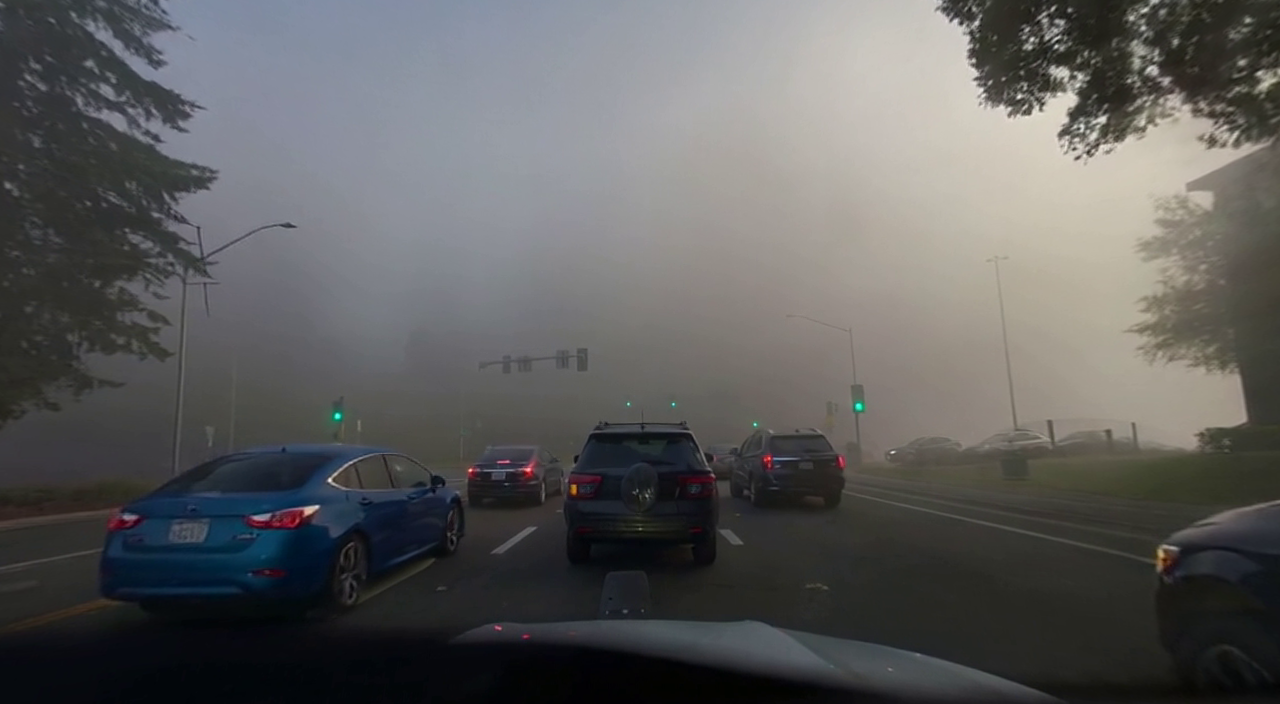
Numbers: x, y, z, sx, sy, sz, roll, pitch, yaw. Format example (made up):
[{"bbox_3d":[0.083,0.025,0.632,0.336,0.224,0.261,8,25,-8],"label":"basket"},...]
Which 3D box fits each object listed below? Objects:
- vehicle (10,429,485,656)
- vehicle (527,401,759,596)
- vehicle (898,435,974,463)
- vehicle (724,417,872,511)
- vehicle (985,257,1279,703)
[{"bbox_3d":[-3.183,1.612,6.595,1.909,1.476,4.751,0,-8,0],"label":"vehicle"},{"bbox_3d":[0.046,1.633,7.793,2.113,1.768,3.901,0,-8,1],"label":"vehicle"},{"bbox_3d":[21.265,6.994,45.464,4.437,1.863,2.068,0,-5,2],"label":"vehicle"},{"bbox_3d":[3.600,2.705,15.677,2.408,1.908,5.355,0,-8,2],"label":"vehicle"},{"bbox_3d":[3.271,0.442,0.614,2.571,1.857,5.841,0,-8,0],"label":"vehicle"}]
